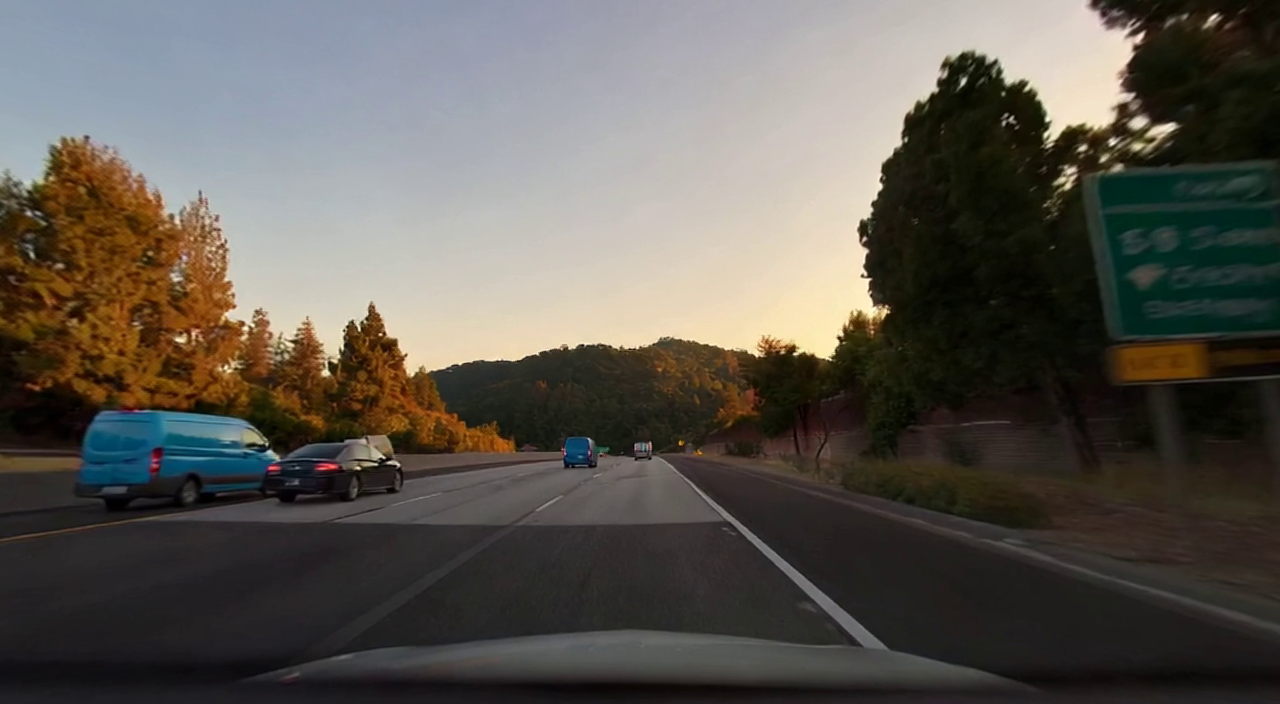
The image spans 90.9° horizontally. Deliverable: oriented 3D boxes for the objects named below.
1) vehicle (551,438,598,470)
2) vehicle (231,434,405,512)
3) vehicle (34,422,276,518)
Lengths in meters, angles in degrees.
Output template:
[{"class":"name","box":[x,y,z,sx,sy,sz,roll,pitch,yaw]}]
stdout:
[{"class":"vehicle","box":[-4.044,6.401,39.813,2.313,1.852,4.775,0,-8,2]},{"class":"vehicle","box":[-7.455,2.820,15.172,2.014,1.598,4.015,0,-8,1]},{"class":"vehicle","box":[-10.837,2.650,14.672,1.977,1.870,4.525,0,-8,0]}]
